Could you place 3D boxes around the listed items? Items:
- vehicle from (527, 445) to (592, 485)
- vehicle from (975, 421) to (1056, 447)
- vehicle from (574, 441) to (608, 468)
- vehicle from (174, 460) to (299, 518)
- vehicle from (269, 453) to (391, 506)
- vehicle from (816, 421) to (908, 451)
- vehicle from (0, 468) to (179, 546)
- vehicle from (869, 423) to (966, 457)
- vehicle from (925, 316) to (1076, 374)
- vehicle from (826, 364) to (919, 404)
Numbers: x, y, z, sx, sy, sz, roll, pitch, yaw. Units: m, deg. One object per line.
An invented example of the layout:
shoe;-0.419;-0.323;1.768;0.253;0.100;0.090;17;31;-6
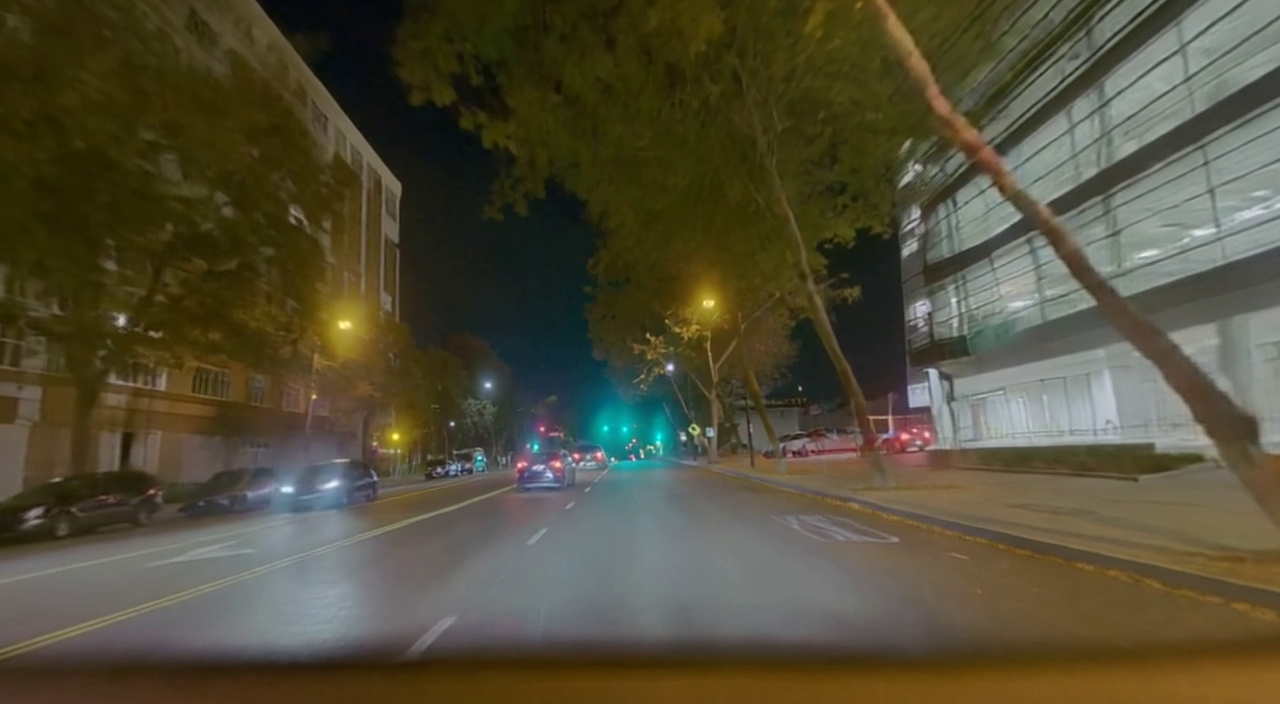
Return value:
vehicle;-3.088;4.437;25.118;2.051;1.454;4.132;0;-8;0
vehicle;25.558;5.589;43.057;4.439;1.688;2.101;1;-9;-14
vehicle;-3.553;7.574;46.936;2.190;1.840;4.720;0;-8;0
vehicle;-16.112;5.439;25.591;2.079;1.847;4.592;-4;-9;0
vehicle;-10.174;4.175;21.151;1.884;1.518;4.380;0;-8;-1
vehicle;12.872;4.935;36.897;4.619;1.626;2.121;-1;-9;3
vehicle;-16.064;4.374;18.419;1.897;1.805;4.538;0;-8;-2
vehicle;12.568;3.977;28.731;3.527;1.496;1.836;0;-7;-3
vehicle;11.712;-0.199;20.723;3.827;1.556;1.730;-1;-10;0
vehicle;11.584;1.622;31.681;3.826;1.601;1.807;-4;-8;-4
